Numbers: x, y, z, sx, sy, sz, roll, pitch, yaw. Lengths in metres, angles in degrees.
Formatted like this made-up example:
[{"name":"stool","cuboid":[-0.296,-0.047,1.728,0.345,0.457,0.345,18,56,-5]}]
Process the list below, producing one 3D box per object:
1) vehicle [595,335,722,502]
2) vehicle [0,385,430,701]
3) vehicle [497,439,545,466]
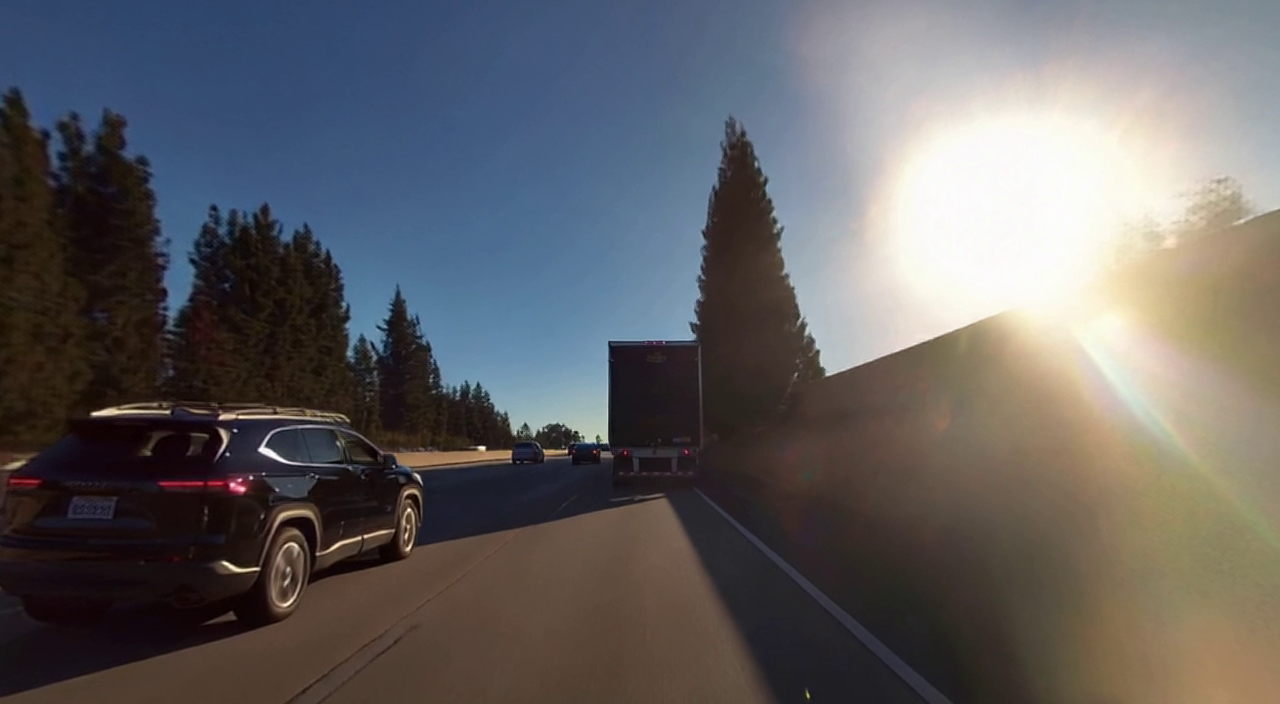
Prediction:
[{"name":"vehicle","cuboid":[0.452,2.287,19.823,2.870,3.841,10.653,0,-8,0]},{"name":"vehicle","cuboid":[-3.679,1.330,5.569,2.077,1.671,4.249,0,-8,1]},{"name":"vehicle","cuboid":[-6.789,5.789,36.444,1.882,1.451,4.416,0,-8,1]}]
